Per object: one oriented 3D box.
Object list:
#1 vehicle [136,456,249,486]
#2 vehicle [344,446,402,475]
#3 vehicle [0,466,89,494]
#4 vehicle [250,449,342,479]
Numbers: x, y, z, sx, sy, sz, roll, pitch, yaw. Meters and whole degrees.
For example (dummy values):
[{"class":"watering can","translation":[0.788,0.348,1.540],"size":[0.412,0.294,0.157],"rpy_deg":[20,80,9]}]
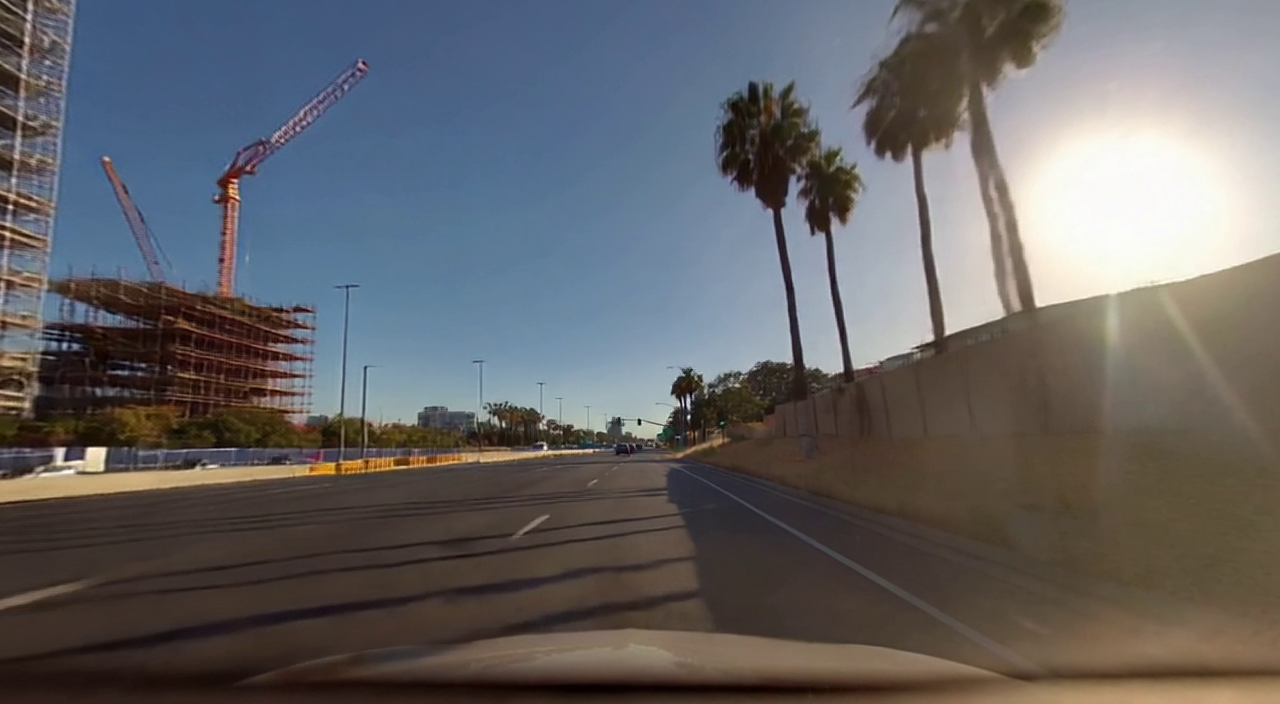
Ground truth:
[{"class":"vehicle","translation":[-24.503,6.485,34.632],"size":[1.790,1.484,4.651],"rpy_deg":[-7,-11,40]},{"class":"vehicle","translation":[-19.279,7.810,45.785],"size":[2.105,1.805,4.641],"rpy_deg":[-3,-8,2]},{"class":"vehicle","translation":[-30.224,6.311,31.118],"size":[4.101,1.243,1.698],"rpy_deg":[4,-9,-23]},{"class":"vehicle","translation":[-21.134,6.885,38.951],"size":[2.050,1.686,4.593],"rpy_deg":[-4,-9,25]}]
